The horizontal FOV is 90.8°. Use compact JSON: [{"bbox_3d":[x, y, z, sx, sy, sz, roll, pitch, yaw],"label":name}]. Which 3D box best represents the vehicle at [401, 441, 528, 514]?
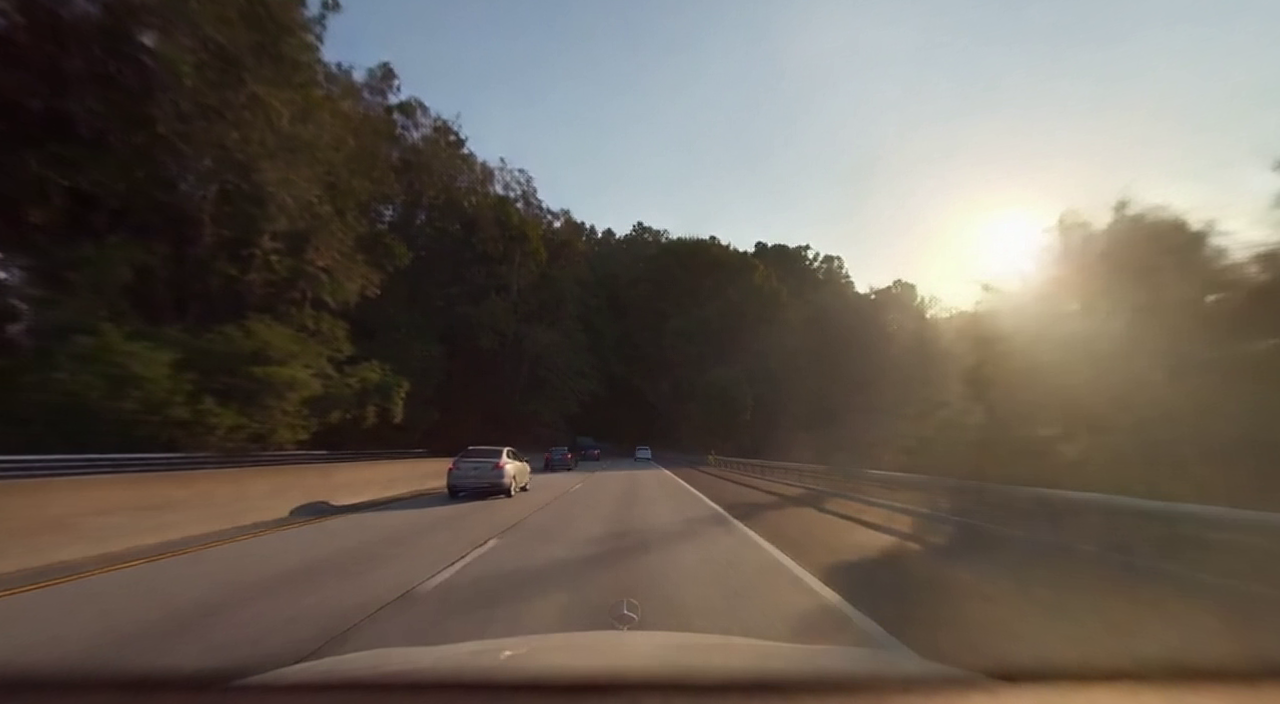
[{"bbox_3d":[-3.965,2.881,14.986,1.897,1.481,3.859,0,-8,0],"label":"vehicle"}]

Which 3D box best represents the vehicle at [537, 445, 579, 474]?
[{"bbox_3d":[-4.599,6.099,35.996,1.838,1.508,4.317,0,-8,0],"label":"vehicle"}]
